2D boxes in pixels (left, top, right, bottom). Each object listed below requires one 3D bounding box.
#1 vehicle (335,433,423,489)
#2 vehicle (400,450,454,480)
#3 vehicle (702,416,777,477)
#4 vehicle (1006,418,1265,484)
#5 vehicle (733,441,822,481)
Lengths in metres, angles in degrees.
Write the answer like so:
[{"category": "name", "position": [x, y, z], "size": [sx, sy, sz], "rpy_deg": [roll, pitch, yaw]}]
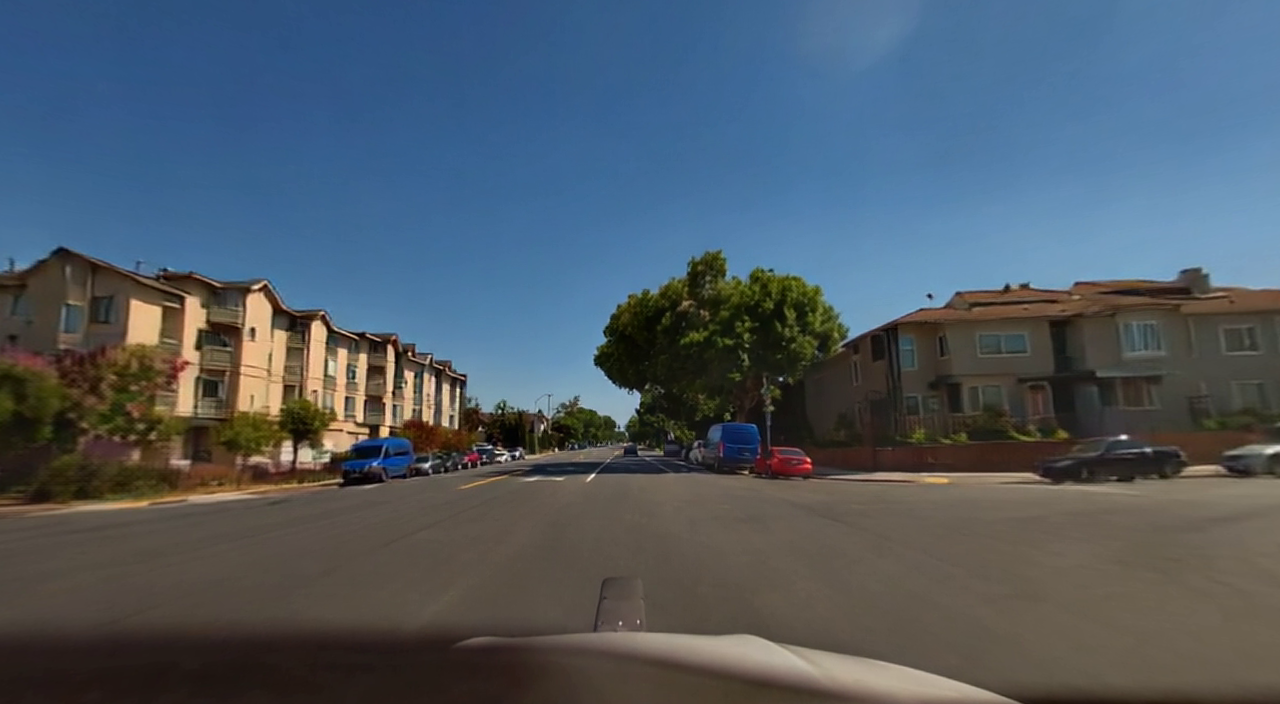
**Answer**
[{"category": "vehicle", "position": [-12.800, 5.303, 31.421], "size": [2.164, 2.386, 5.460], "rpy_deg": [-2, -7, -1]}, {"category": "vehicle", "position": [-12.601, 6.676, 37.601], "size": [1.892, 1.472, 4.523], "rpy_deg": [-3, -7, -3]}, {"category": "vehicle", "position": [4.698, 4.647, 31.083], "size": [2.414, 2.670, 5.833], "rpy_deg": [1, -8, -3]}, {"category": "vehicle", "position": [15.106, 3.059, 19.623], "size": [5.930, 1.907, 2.348], "rpy_deg": [0, -8, 2]}, {"category": "vehicle", "position": [5.440, 4.363, 25.597], "size": [1.848, 1.468, 4.332], "rpy_deg": [2, -9, -12]}]
